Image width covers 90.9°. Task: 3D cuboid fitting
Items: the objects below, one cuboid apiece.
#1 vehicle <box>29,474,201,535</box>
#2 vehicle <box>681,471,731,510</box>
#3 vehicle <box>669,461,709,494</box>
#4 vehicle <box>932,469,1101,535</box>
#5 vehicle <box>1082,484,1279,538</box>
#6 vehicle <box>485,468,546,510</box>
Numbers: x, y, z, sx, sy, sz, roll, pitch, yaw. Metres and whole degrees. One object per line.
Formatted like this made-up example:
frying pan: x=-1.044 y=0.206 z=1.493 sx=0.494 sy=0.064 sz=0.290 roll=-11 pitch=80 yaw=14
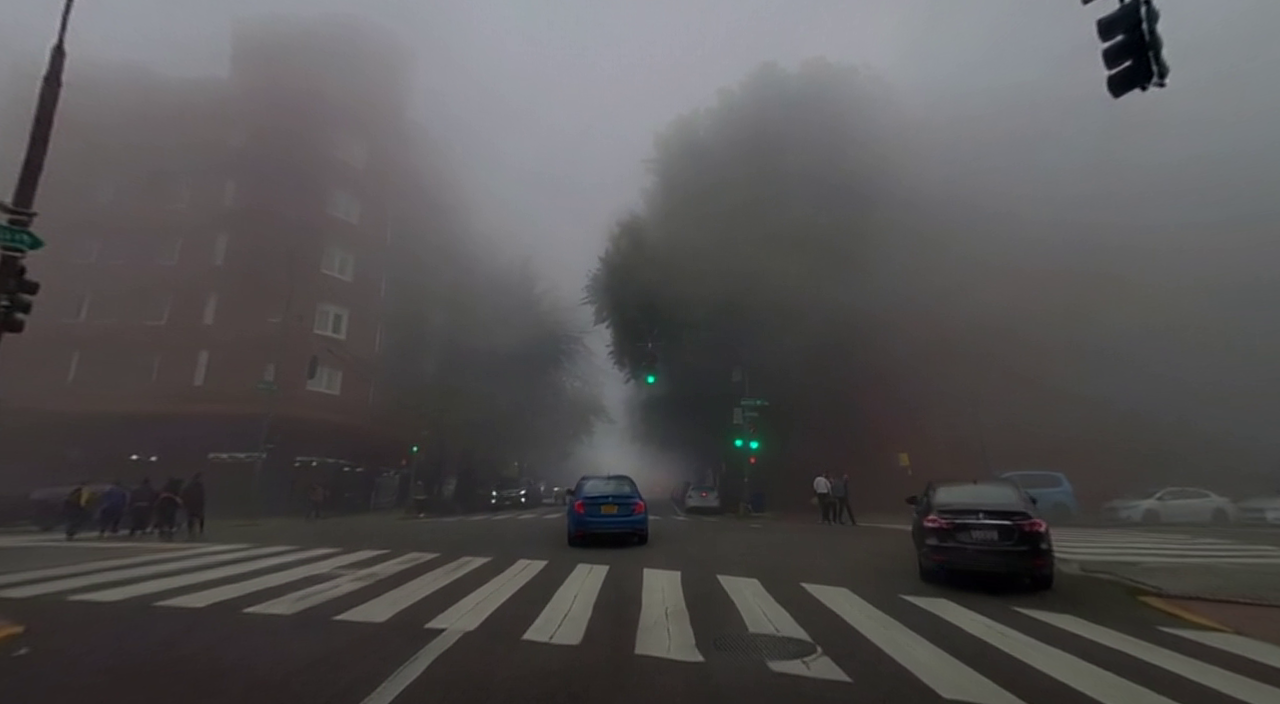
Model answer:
vehicle: x=-19.814 y=5.731 z=23.938 sx=4.750 sy=2.083 sz=2.002 roll=-1 pitch=-9 yaw=3
vehicle: x=3.379 y=7.210 z=33.082 sx=1.908 sy=1.741 sz=4.066 roll=0 pitch=-9 yaw=-4
vehicle: x=3.238 y=8.373 z=42.367 sx=2.365 sy=1.994 sz=4.259 roll=0 pitch=-9 yaw=0
vehicle: x=14.378 y=5.708 z=24.354 sx=4.974 sy=2.266 sz=2.324 roll=0 pitch=-9 yaw=-2
vehicle: x=20.497 y=6.022 z=24.090 sx=5.345 sy=1.747 sz=2.410 roll=0 pitch=-9 yaw=1
vehicle: x=-6.447 y=7.142 z=33.242 sx=2.226 sy=1.896 sz=4.438 roll=0 pitch=-9 yaw=1
